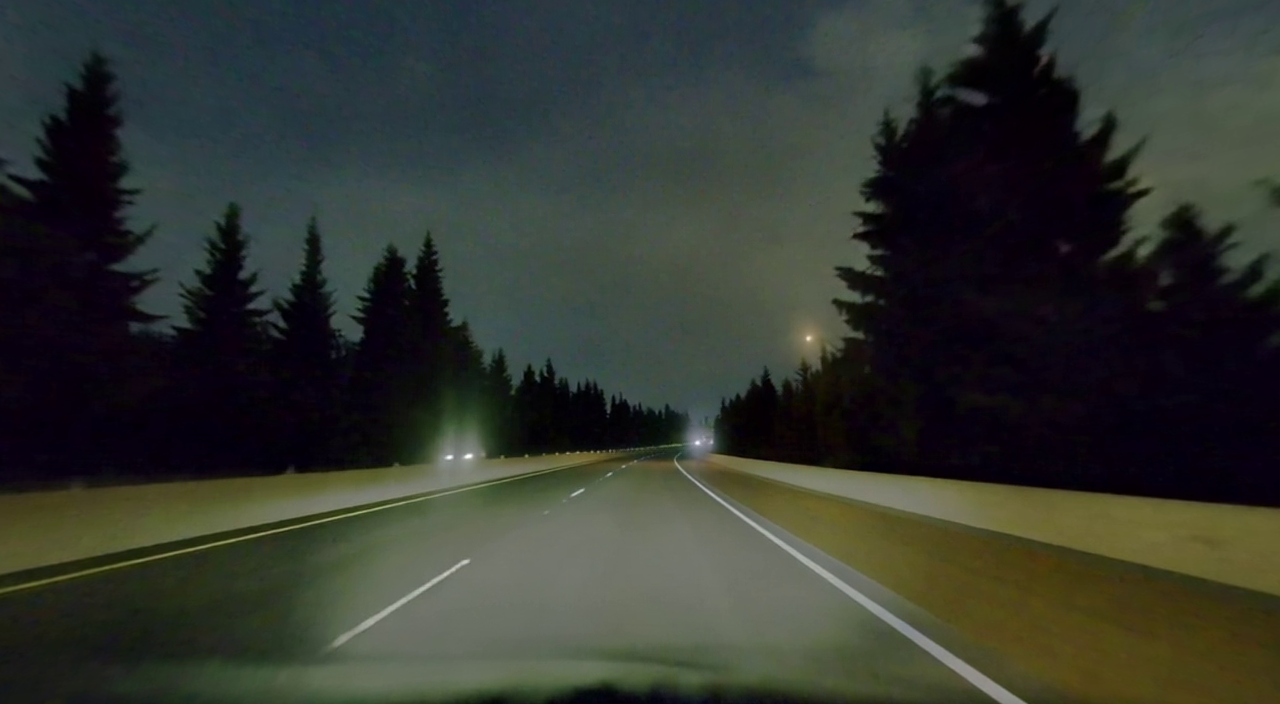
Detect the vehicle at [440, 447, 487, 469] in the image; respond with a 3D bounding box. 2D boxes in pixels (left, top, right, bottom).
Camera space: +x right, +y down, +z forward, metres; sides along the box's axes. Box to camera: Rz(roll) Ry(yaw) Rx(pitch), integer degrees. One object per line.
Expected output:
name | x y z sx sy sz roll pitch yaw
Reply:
vehicle | -12.752 7.660 45.797 1.928 1.475 4.571 0 -9 2
